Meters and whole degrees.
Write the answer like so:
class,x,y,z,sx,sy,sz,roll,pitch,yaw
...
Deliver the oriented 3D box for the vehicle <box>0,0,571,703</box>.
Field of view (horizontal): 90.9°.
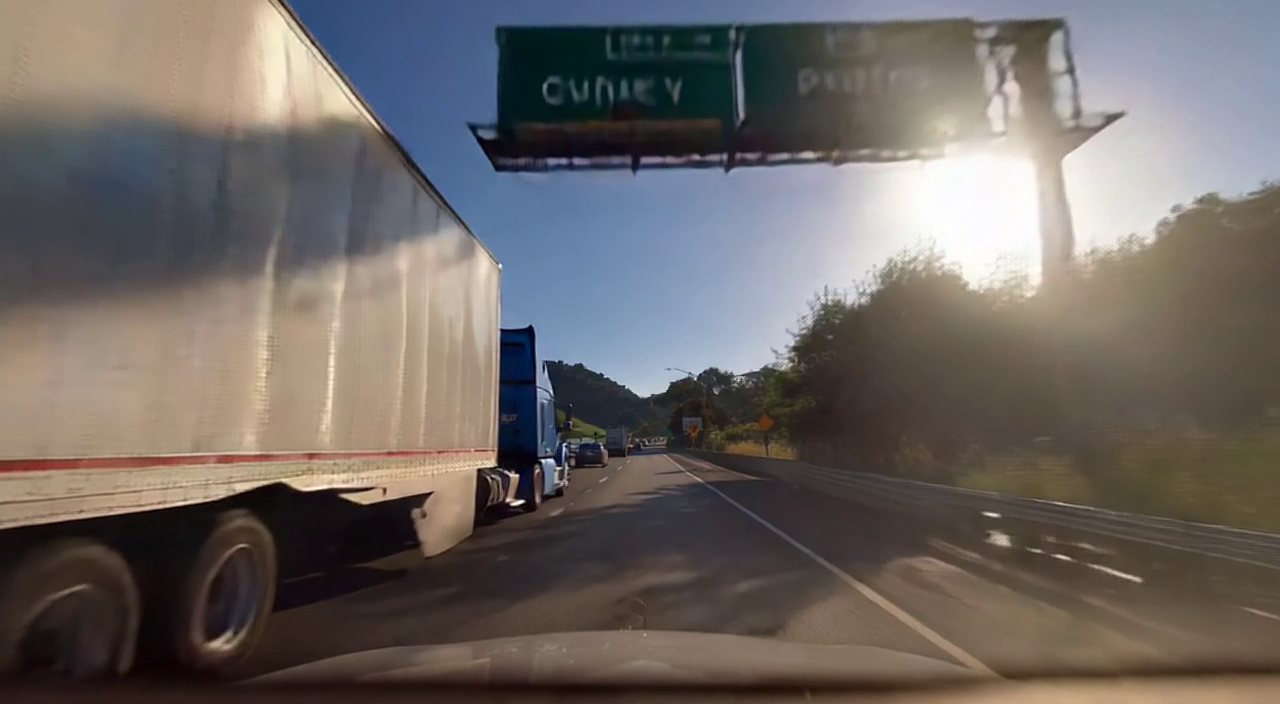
class,x,y,z,sx,sy,sz,roll,pitch,yaw
vehicle,-3.253,0.163,6.427,3.202,4.352,16.251,0,-8,0
